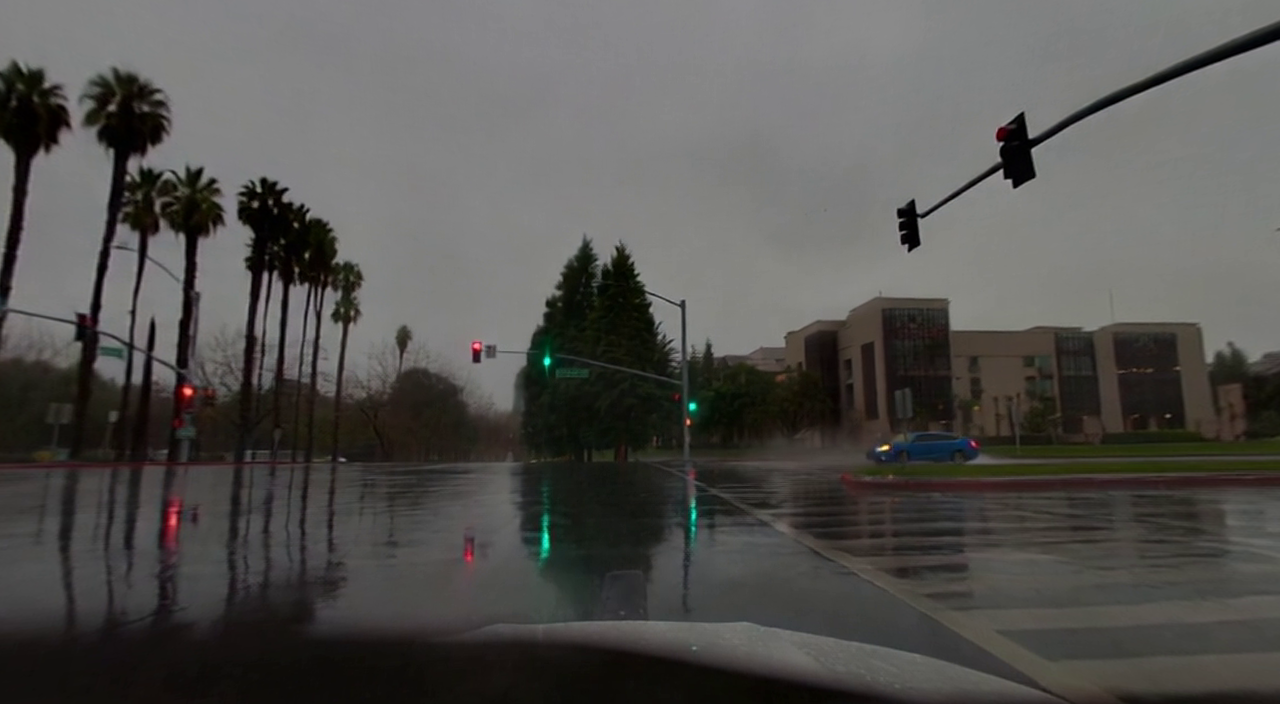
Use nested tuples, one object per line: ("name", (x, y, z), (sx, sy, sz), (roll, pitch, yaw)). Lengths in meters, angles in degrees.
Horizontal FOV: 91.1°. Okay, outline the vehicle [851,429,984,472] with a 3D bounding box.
("vehicle", (12.005, 4.296, 27.433), (4.820, 1.751, 2.050), (0, -8, -3))
